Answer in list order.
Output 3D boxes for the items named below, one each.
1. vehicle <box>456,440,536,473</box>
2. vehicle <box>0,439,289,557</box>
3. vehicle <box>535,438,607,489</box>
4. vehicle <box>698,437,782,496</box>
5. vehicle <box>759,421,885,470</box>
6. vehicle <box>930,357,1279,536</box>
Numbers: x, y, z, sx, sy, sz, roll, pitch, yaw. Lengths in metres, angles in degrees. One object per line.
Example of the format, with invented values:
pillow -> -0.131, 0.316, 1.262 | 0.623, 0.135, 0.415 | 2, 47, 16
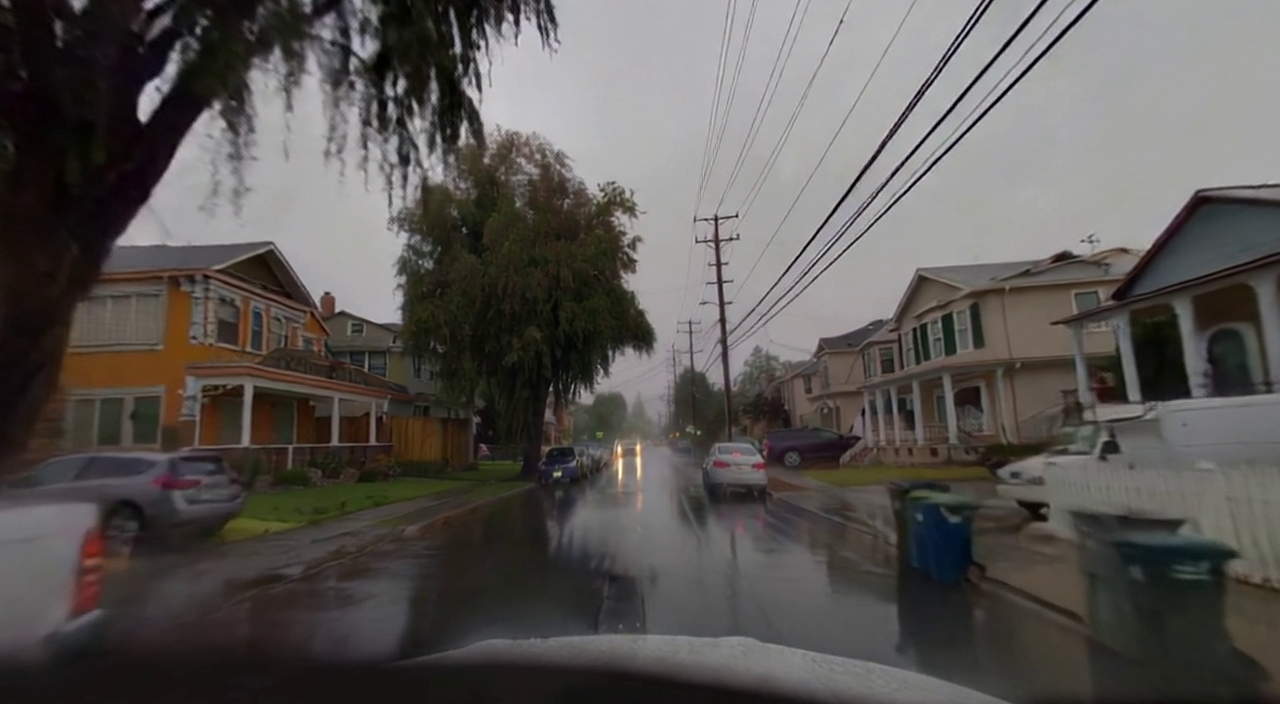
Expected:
vehicle -> -8.460, 6.148, 37.331 | 4.088, 1.779, 2.109 | 0, -5, 4
vehicle -> -9.044, 2.470, 11.144 | 4.432, 1.739, 2.097 | 0, -5, 1
vehicle -> -2.870, 4.737, 27.420 | 2.204, 1.655, 4.813 | -8, -8, 1
vehicle -> 3.083, 3.590, 20.399 | 2.043, 1.631, 4.613 | 0, -7, 1
vehicle -> 8.494, 4.393, 29.944 | 5.274, 2.170, 2.205 | 0, -7, -1
vehicle -> 7.453, 1.243, 8.532 | 5.974, 2.066, 2.152 | 1, -7, 2
